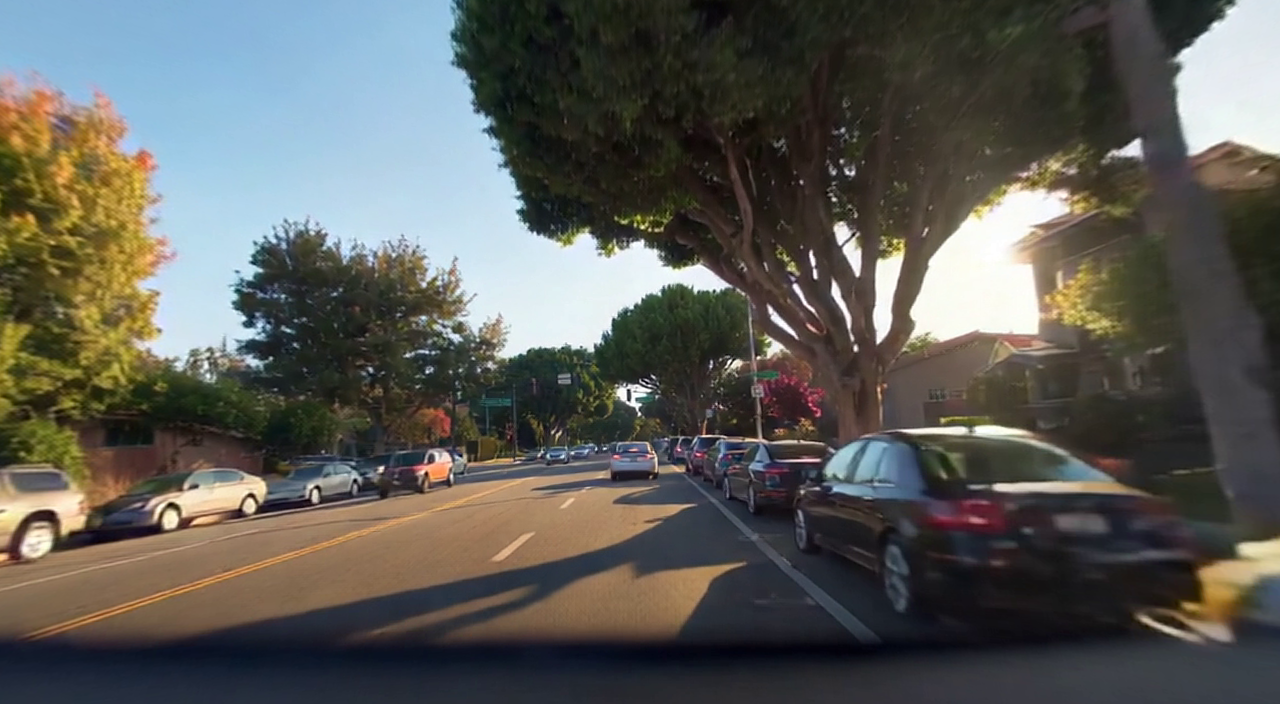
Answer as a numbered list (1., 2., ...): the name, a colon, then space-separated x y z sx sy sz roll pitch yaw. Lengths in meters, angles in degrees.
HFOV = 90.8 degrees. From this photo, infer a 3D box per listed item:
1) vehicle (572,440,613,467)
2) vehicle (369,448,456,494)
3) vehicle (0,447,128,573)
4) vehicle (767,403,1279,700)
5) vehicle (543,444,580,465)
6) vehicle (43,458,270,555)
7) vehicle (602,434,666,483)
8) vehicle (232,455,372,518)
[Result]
1. vehicle: -2.831 6.101 38.330 2.117 1.528 4.277 0 -8 0
2. vehicle: -8.994 4.703 25.425 1.918 1.648 4.163 0 -8 0
3. vehicle: -12.125 2.809 10.485 2.249 2.093 6.297 -6 -7 -2
4. vehicle: 2.647 1.383 5.720 2.079 1.552 4.642 0 -8 1
5. vehicle: -5.796 7.611 47.052 1.987 1.478 4.693 0 -8 2
6. vehicle: -12.226 3.863 16.599 1.979 1.815 5.139 -5 -8 0
7. vehicle: -0.166 3.716 22.361 2.041 1.575 4.304 0 -8 0
8. vehicle: -12.032 4.756 22.991 2.076 1.600 5.382 -8 -8 0
